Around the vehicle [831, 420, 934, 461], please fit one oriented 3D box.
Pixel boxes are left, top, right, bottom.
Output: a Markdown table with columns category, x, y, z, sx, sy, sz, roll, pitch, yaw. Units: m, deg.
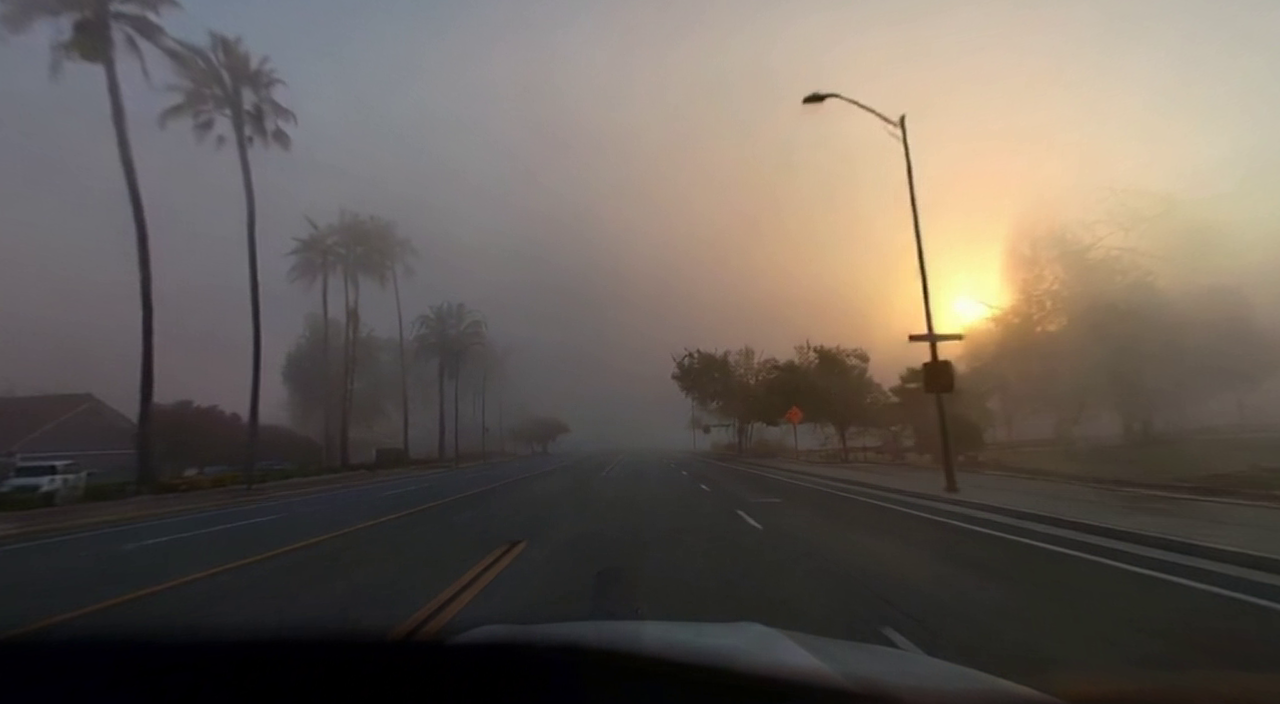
| category | x | y | z | sx | sy | sz | roll | pitch | yaw |
| --- | --- | --- | --- | --- | --- | --- | --- | --- | --- |
| vehicle | 12.846 | 4.726 | 33.485 | 4.963 | 2.031 | 2.132 | 4 | -10 | -23 |

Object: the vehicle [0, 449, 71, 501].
| category | x | y | z | sx | sy | sz | roll | pitch | yaw |
| --- | --- | --- | --- | --- | --- | --- | --- | --- | --- |
| vehicle | -26.041 | 5.145 | 25.995 | 5.622 | 1.769 | 2.331 | -9 | -7 | 31 |

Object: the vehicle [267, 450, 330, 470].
| category | x | y | z | sx | sy | sz | roll | pitch | yaw |
| --- | --- | --- | --- | --- | --- | --- | --- | --- | --- |
| vehicle | -25.928 | 8.173 | 47.966 | 4.452 | 1.466 | 1.910 | -5 | -10 | 27 |
